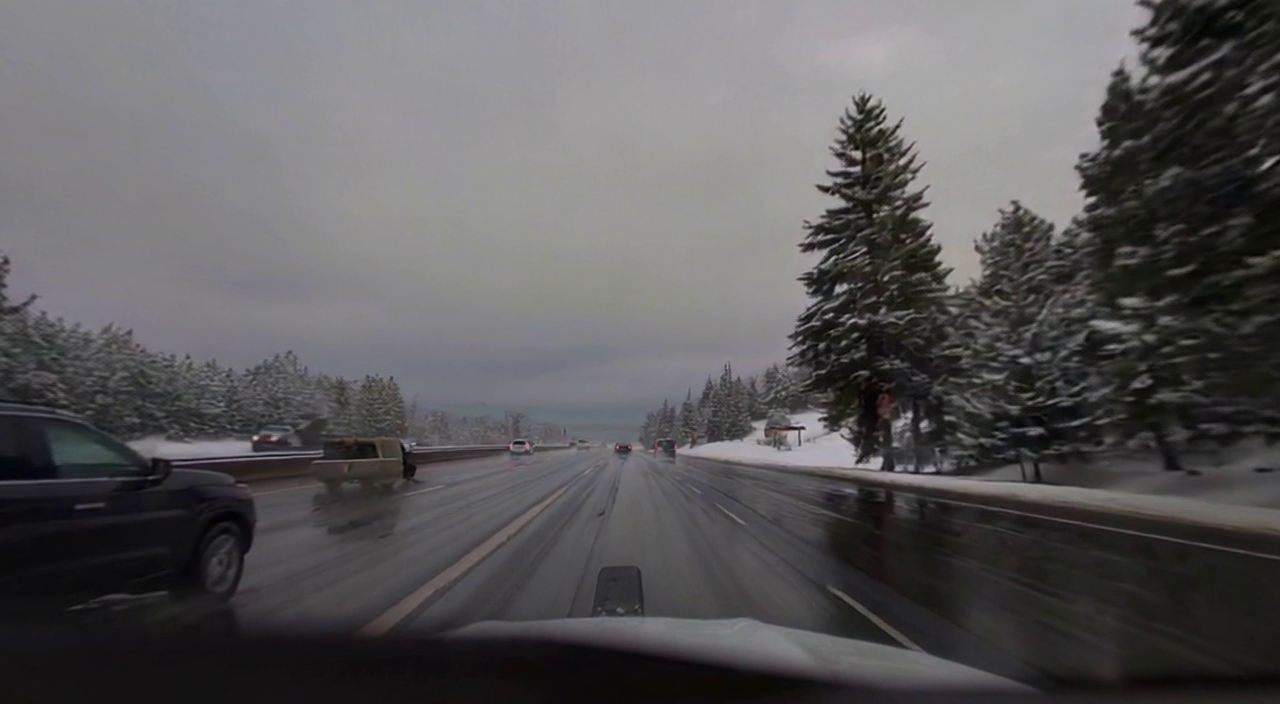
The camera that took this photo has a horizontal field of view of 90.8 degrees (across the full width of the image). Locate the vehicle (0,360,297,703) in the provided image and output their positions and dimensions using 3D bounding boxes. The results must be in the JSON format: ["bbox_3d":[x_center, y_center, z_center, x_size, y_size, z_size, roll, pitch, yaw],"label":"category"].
[{"bbox_3d":[-4.177,0.926,3.257,2.166,1.700,4.661,0,-8,0],"label":"vehicle"}]

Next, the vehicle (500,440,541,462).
[{"bbox_3d":[-8.300,6.926,44.379,2.020,1.447,4.322,0,-8,0],"label":"vehicle"}]

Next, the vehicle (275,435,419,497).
[{"bbox_3d":[-8.085,3.172,17.979,1.975,1.520,4.390,0,-8,0],"label":"vehicle"}]
